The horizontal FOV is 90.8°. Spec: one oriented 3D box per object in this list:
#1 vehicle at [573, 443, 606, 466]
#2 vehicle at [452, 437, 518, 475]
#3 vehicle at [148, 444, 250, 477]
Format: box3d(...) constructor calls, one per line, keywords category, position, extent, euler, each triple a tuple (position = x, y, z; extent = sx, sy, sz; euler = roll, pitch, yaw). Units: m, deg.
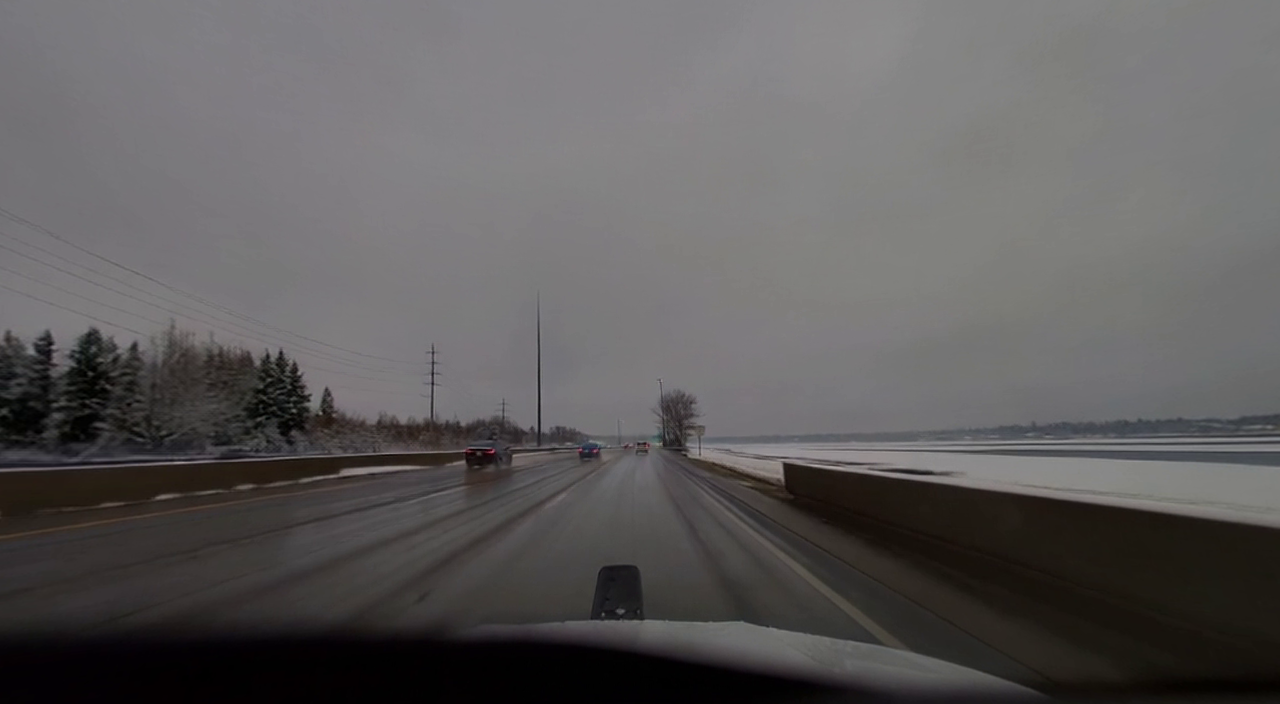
box3d(category="vehicle", position=(-3.452, 7.084, 43.920), extent=(1.957, 1.494, 4.207), euler=(0, -8, 1))
box3d(category="vehicle", position=(-7.491, 5.058, 30.943), extent=(2.050, 1.717, 4.418), euler=(0, -8, 1))
box3d(category="vehicle", position=(-22.491, 5.527, 32.451), extent=(1.865, 1.520, 4.576), euler=(0, -8, 0))
